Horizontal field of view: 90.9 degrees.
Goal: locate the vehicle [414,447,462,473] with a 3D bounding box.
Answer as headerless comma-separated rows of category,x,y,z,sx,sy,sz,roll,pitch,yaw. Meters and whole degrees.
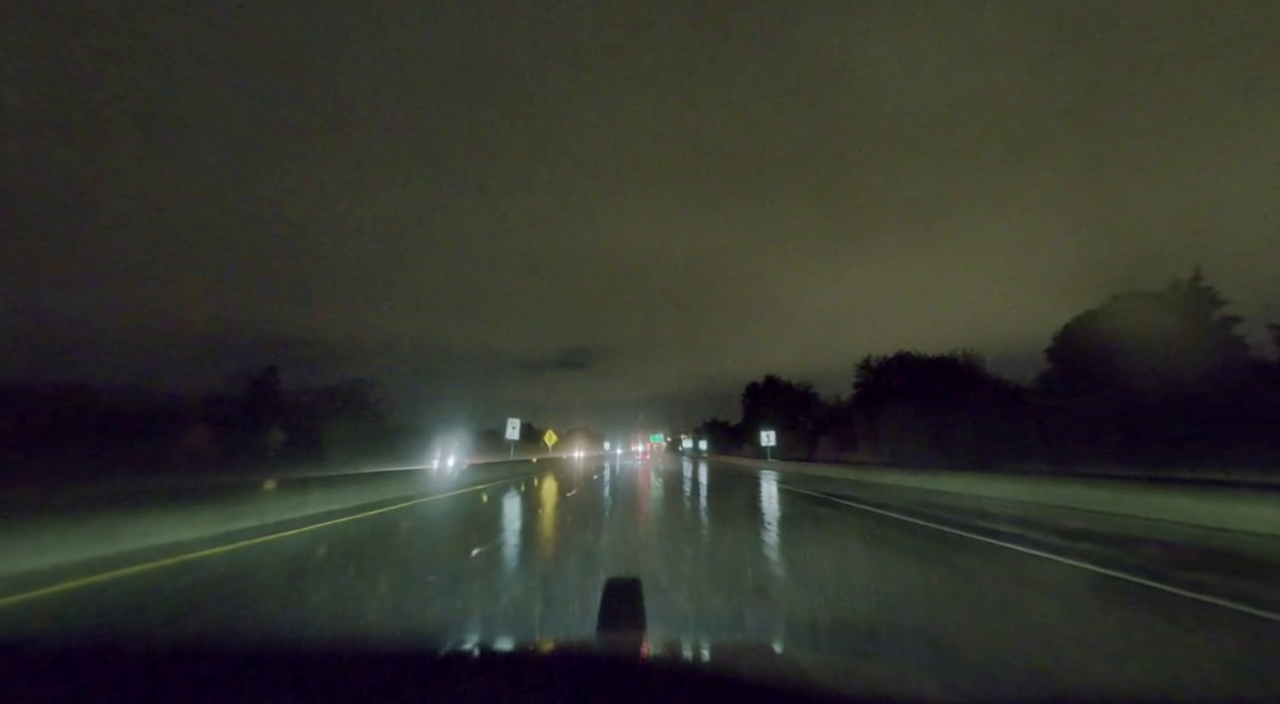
vehicle,-15.477,8.297,48.561,2.051,1.861,4.741,0,-9,1
